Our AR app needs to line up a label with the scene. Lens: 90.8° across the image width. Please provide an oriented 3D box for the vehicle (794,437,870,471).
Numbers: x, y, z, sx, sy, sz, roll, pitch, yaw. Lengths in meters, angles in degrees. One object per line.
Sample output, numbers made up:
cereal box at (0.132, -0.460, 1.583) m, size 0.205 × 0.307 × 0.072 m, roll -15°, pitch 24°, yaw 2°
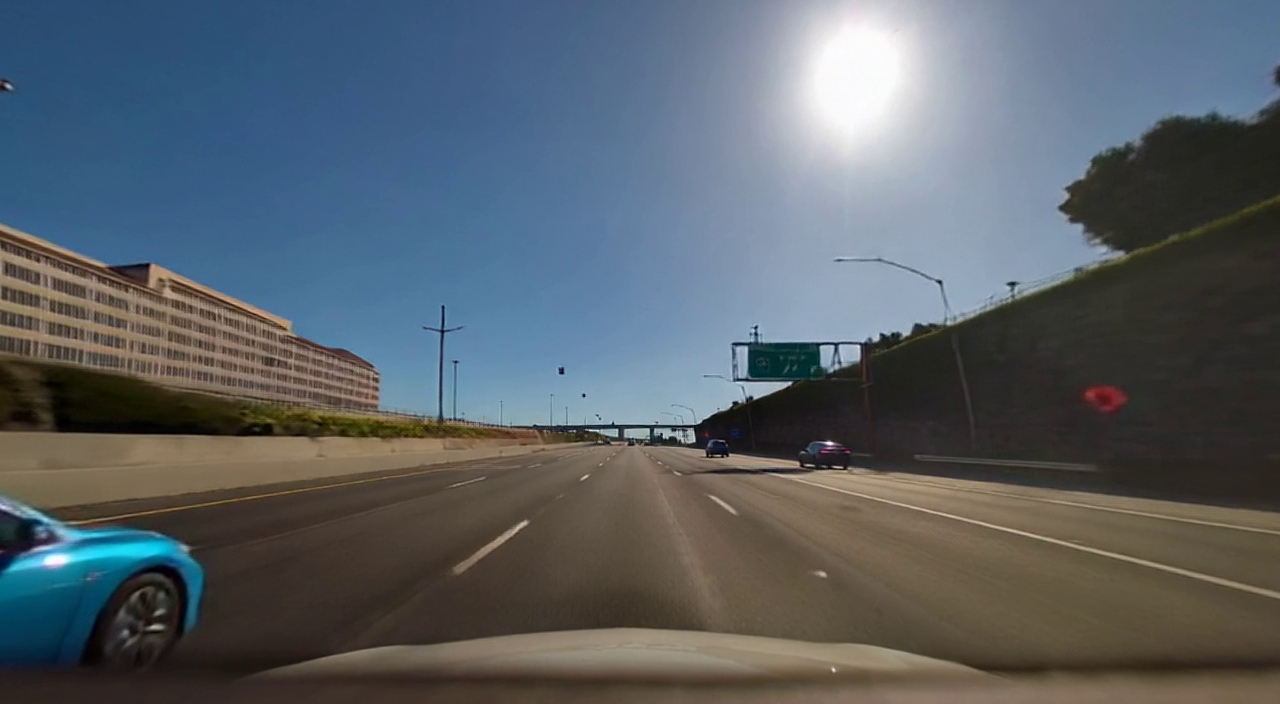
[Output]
vehicle at (10.003, 5.343, 33.408) m, size 2.165 × 1.636 × 5.175 m, roll 0°, pitch -8°, yaw -3°
